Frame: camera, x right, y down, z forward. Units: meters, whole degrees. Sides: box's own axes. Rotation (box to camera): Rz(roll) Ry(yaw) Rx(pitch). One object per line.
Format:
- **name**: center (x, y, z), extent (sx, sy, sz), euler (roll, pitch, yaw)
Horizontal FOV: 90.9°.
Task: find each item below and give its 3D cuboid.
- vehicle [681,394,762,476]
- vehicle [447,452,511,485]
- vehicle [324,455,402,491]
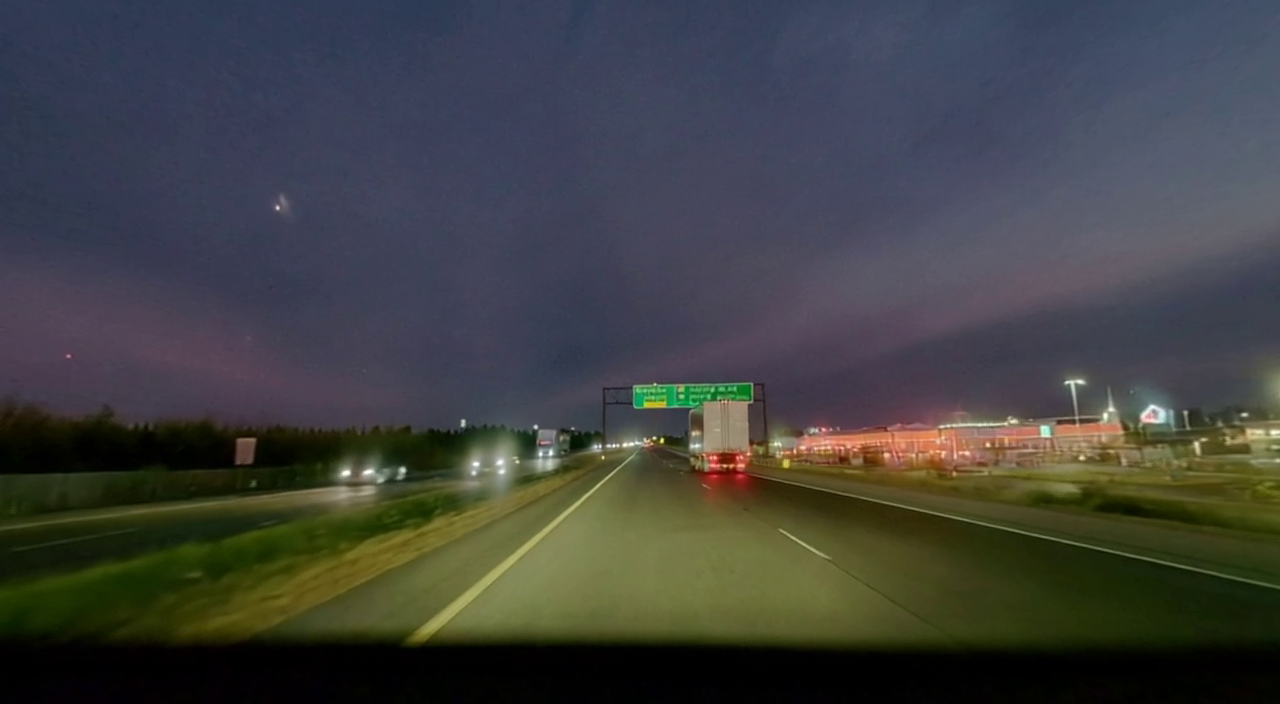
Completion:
- **vehicle**: center (4.458, 5.118, 38.068), extent (3.038, 4.047, 13.741), euler (0, -9, 0)
- **vehicle**: center (-7.962, 5.803, 31.587), extent (2.007, 1.466, 4.320), euler (0, -9, 1)
- **vehicle**: center (-13.170, 5.780, 30.294), extent (1.868, 1.531, 4.082), euler (0, -9, 0)
